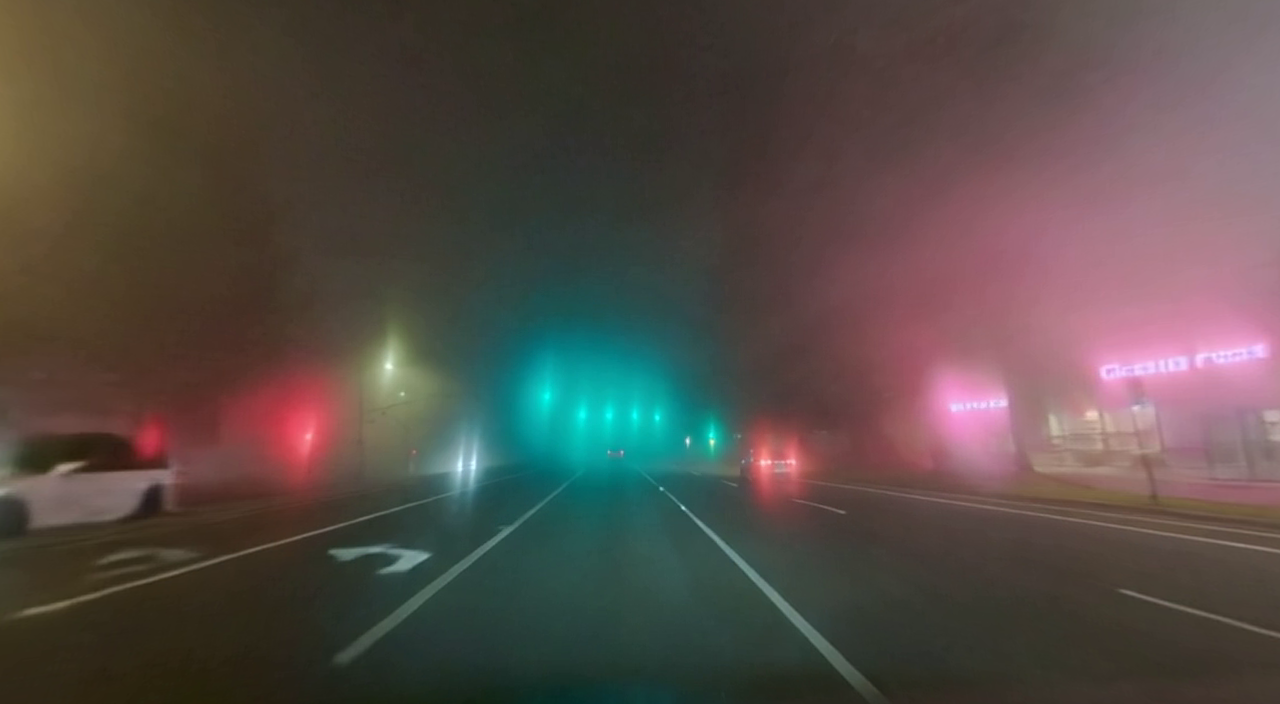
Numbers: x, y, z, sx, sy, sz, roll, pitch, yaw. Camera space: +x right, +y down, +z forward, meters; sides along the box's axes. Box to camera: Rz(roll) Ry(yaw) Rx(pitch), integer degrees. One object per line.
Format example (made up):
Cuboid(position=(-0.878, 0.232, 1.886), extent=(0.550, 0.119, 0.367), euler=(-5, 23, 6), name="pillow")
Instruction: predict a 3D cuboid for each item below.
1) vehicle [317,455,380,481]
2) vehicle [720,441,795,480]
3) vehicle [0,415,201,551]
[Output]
Cuboid(position=(-17.874, 7.101, 38.918), extent=(1.931, 1.480, 4.396), euler=(0, -9, -3), name="vehicle")
Cuboid(position=(4.800, 4.521, 26.526), extent=(2.024, 1.475, 4.600), euler=(0, -9, -3), name="vehicle")
Cuboid(position=(-10.628, 2.156, 10.687), extent=(2.290, 1.989, 5.924), euler=(0, -9, -2), name="vehicle")
